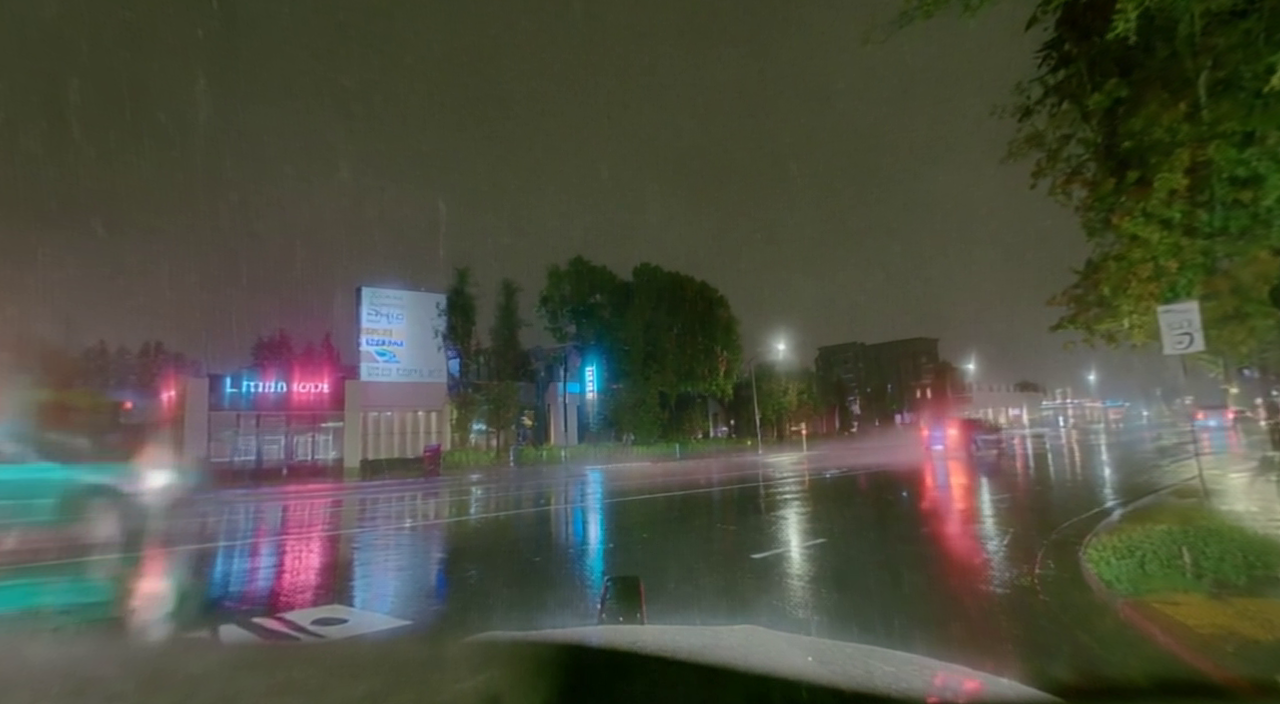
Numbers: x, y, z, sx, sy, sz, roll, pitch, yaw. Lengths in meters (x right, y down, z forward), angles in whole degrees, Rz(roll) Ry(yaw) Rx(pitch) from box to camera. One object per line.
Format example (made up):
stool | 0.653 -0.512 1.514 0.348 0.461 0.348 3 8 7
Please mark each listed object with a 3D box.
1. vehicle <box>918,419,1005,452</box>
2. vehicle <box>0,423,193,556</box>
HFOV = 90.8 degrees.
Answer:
vehicle | 15.578 4.053 30.506 4.442 1.458 1.902 6 -11 -37
vehicle | -8.311 1.698 7.974 4.182 1.536 1.885 6 -11 -37
